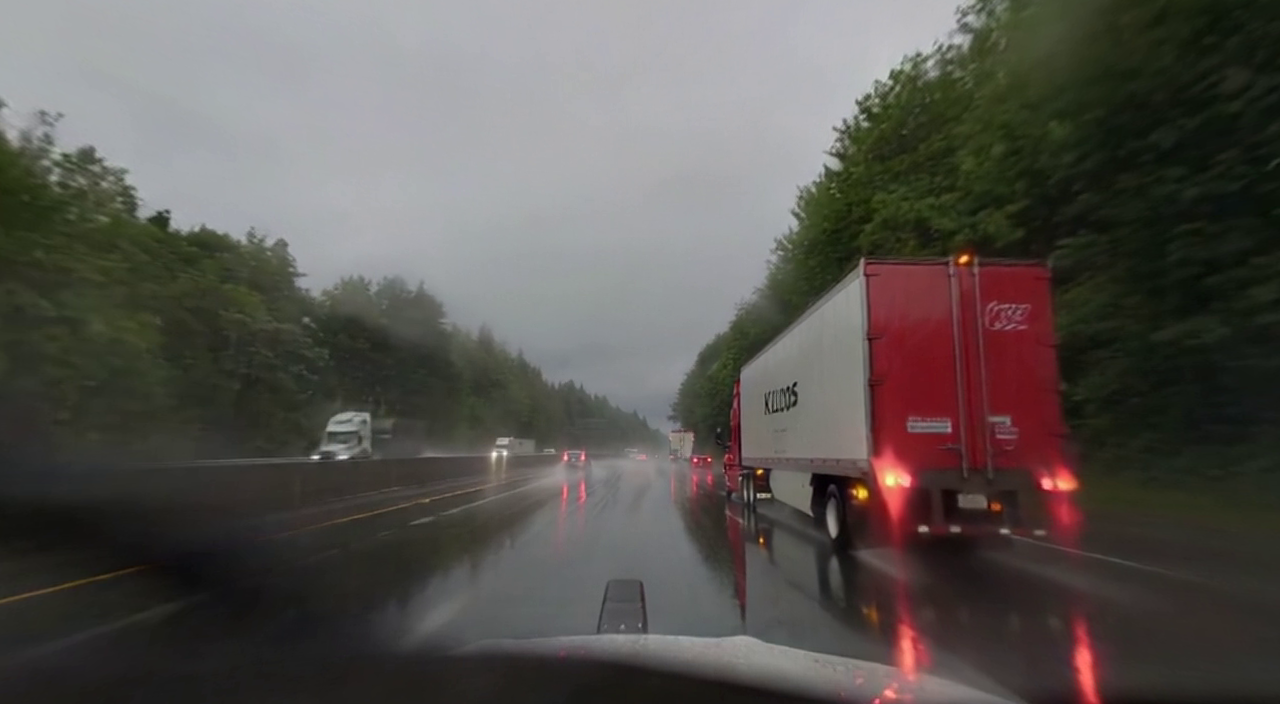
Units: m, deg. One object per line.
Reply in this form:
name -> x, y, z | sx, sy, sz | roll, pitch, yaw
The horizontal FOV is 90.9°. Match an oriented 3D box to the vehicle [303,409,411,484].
vehicle -> -15.869, 5.398, 35.927 | 2.948, 3.821, 6.296 | 0, -9, 2

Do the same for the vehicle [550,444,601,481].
vehicle -> -3.115, 5.435, 31.132 | 2.017, 1.683, 4.309 | 0, -9, 0

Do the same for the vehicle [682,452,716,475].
vehicle -> 4.369, 8.381, 47.434 | 2.176, 1.598, 3.878 | 0, -9, 0

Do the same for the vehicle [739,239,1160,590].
vehicle -> 4.285, 1.512, 12.685 | 2.914, 3.998, 11.103 | 0, -9, 1
